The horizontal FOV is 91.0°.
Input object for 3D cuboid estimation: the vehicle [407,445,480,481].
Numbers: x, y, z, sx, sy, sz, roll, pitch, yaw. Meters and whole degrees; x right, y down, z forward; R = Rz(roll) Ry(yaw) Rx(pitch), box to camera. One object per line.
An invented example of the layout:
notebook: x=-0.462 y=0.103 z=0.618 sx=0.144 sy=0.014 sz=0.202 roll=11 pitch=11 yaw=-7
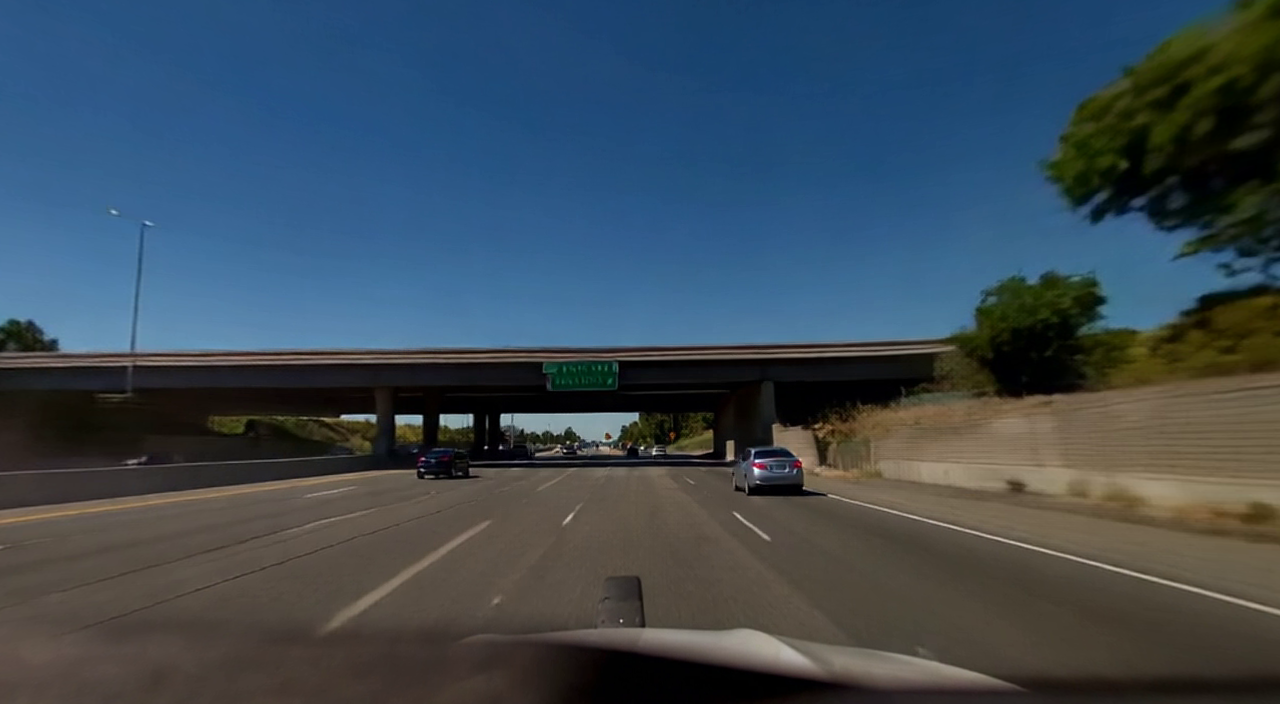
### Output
vehicle: x=-9.137 y=5.183 z=29.697 sx=2.072 sy=1.545 sz=4.687 roll=0 pitch=-9 yaw=-2

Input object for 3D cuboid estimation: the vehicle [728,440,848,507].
vehicle: x=3.784 y=3.179 z=16.963 sx=2.079 sy=1.535 sz=4.316 roll=0 pitch=-9 yaw=-1

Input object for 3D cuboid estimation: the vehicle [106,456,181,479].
vehicle: x=-36.495 y=8.498 z=46.424 sx=1.886 sy=1.521 sz=4.740 roll=0 pitch=-9 yaw=-4
